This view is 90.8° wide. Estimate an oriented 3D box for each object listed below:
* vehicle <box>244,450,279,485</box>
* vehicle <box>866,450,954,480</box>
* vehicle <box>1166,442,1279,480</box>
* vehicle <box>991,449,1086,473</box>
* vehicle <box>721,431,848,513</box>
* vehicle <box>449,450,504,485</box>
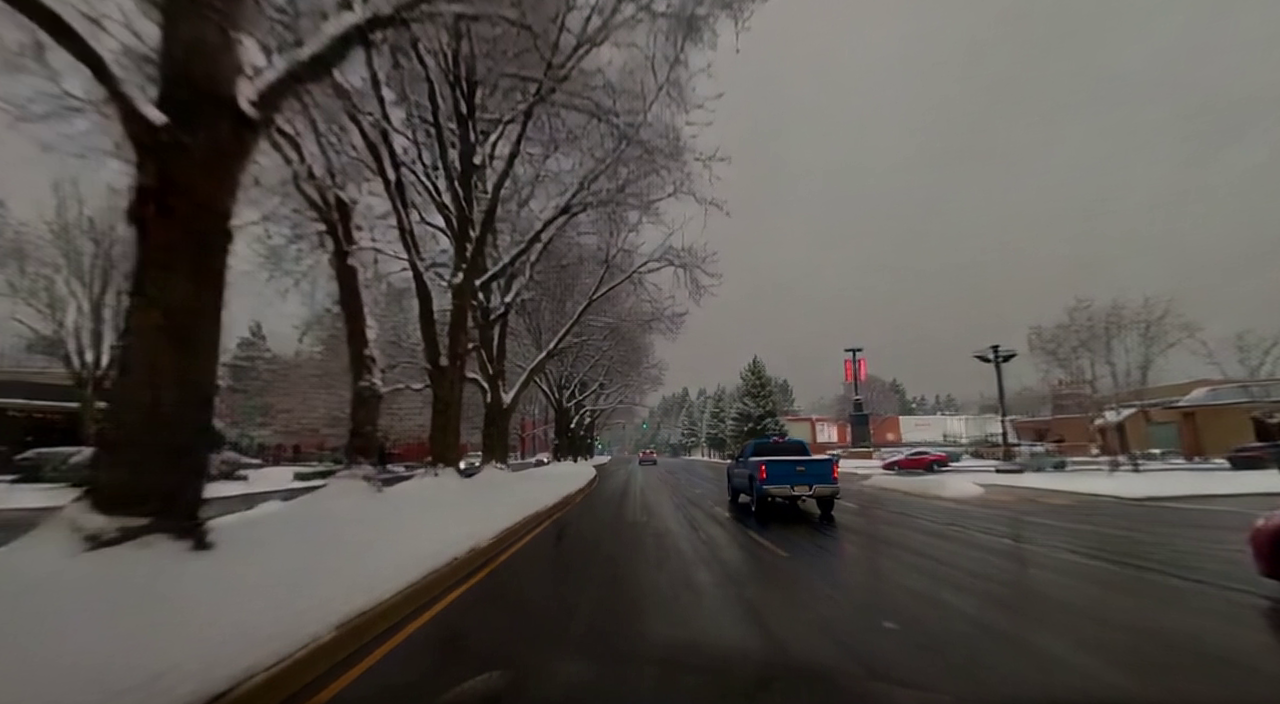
[{"bbox_3d":[-29.899,9.113,49.924,1.541,2.550,1.957,-4,-9,0],"label":"vehicle"},{"bbox_3d":[16.810,7.040,39.484,4.554,1.566,1.925,-3,-9,0],"label":"vehicle"},{"bbox_3d":[26.809,4.901,28.589,1.812,1.475,4.541,-3,-9,-3],"label":"vehicle"},{"bbox_3d":[25.011,6.865,39.737,4.648,1.444,1.912,0,-9,-1],"label":"vehicle"},{"bbox_3d":[3.622,3.122,16.995,2.138,1.836,5.245,0,-9,0],"label":"vehicle"},{"bbox_3d":[-8.629,6.097,33.593,1.834,1.695,4.129,0,-9,0],"label":"vehicle"}]
